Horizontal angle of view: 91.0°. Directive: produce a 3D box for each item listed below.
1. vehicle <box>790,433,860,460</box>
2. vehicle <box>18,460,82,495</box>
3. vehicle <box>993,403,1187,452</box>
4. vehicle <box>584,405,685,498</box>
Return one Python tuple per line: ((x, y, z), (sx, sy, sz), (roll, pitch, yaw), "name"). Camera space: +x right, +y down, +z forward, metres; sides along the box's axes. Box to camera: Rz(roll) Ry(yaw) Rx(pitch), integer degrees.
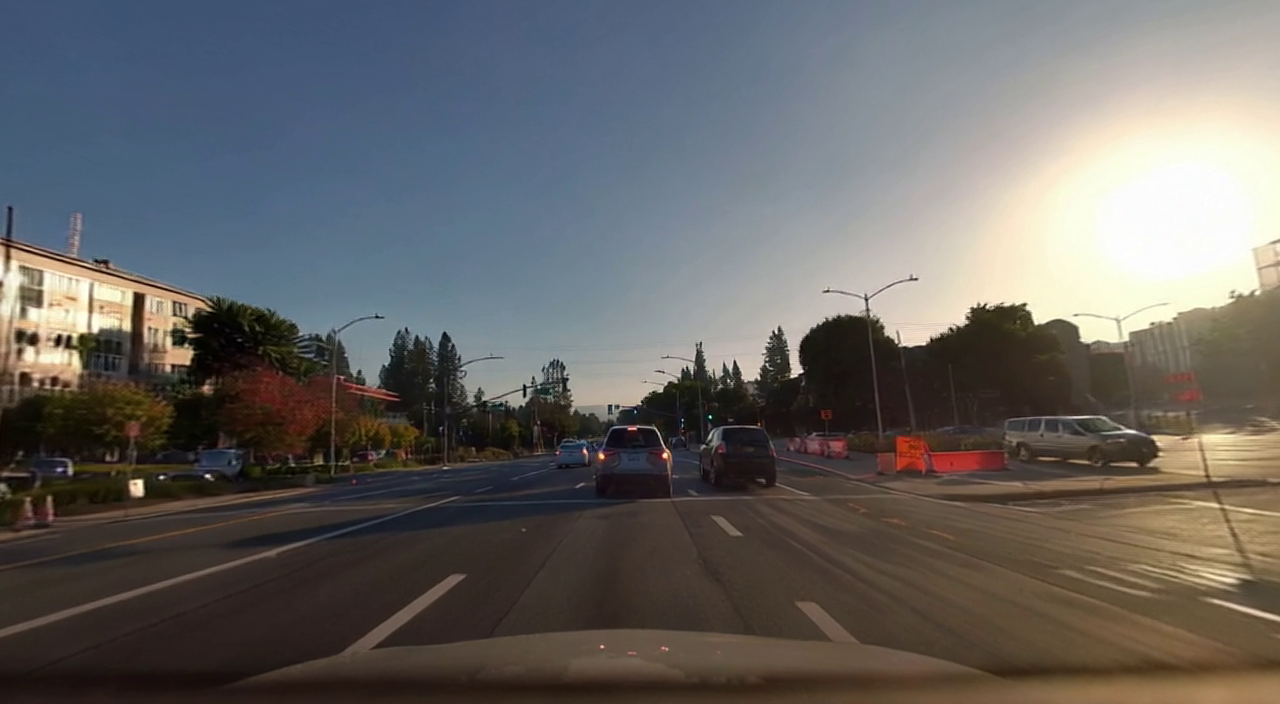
((11.253, 5.728, 38.109), (4.267, 1.503, 2.145), (8, -12, -44), "vehicle")
((-33.398, 7.041, 35.550), (4.692, 1.720, 1.941), (-7, -11, 40), "vehicle")
((14.858, 2.596, 21.132), (4.986, 1.467, 2.025), (-6, -10, 34), "vehicle")
((-0.248, 2.746, 17.600), (2.350, 2.122, 5.801), (0, -9, -2), "vehicle")
